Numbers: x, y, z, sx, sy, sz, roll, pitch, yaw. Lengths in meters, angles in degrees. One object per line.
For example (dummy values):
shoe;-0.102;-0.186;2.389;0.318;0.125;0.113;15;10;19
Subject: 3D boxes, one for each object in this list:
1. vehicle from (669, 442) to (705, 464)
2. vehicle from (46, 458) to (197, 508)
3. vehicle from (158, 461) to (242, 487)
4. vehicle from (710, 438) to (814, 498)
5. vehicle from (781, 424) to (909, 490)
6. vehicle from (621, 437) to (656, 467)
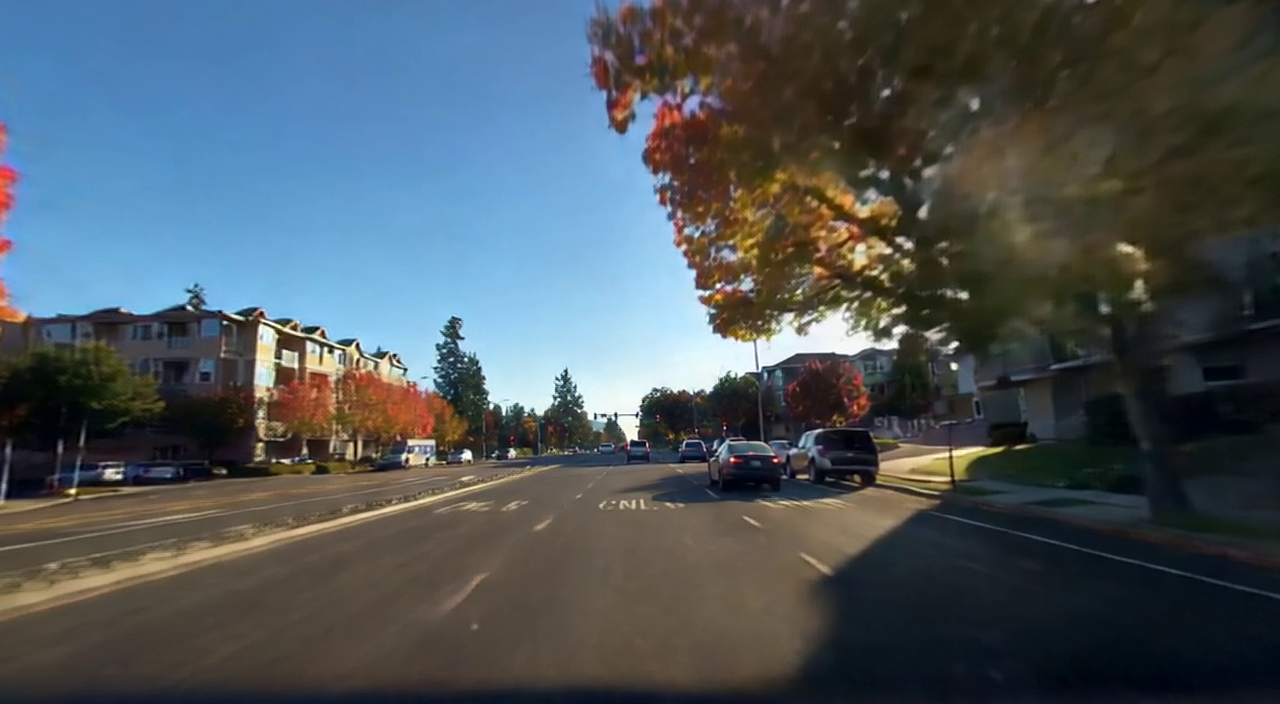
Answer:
vehicle;3.343;7.302;45.599;2.178;1.546;4.311;0;-9;0
vehicle;-22.495;5.669;27.685;2.113;1.865;5.128;-1;-9;2
vehicle;-30.726;8.513;44.049;4.370;1.725;2.052;-1;-9;5
vehicle;3.348;3.288;18.239;1.977;1.498;4.521;0;-9;-2
vehicle;6.795;3.596;21.777;2.378;1.946;5.826;0;-9;-1
vehicle;-0.143;6.731;42.554;2.239;1.856;4.815;0;-9;-1
